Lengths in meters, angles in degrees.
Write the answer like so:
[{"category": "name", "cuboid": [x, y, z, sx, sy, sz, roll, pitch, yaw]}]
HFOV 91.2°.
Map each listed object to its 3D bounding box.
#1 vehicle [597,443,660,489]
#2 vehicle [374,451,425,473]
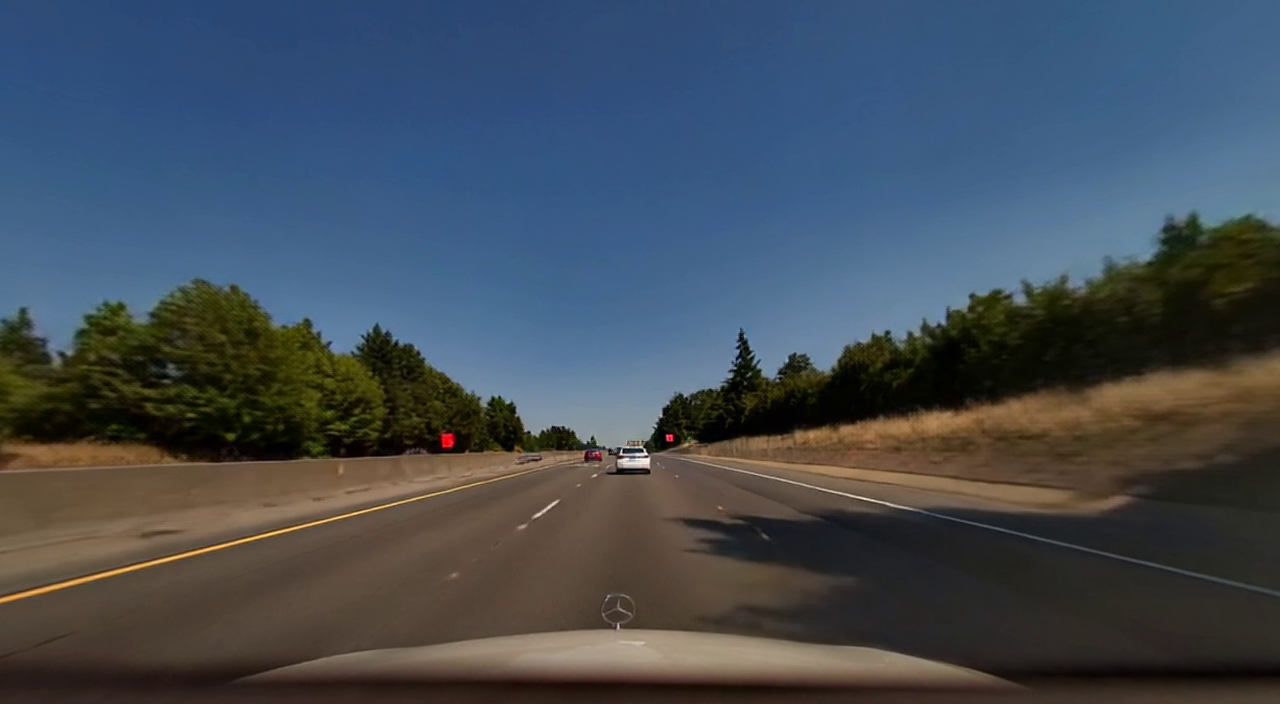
[{"category": "vehicle", "cuboid": [-0.408, 4.097, 22.796, 2.066, 1.490, 3.759, 0, -9, -1]}, {"category": "vehicle", "cuboid": [-17.293, 7.929, 45.312, 1.893, 1.464, 4.526, -1, -9, 0]}]
